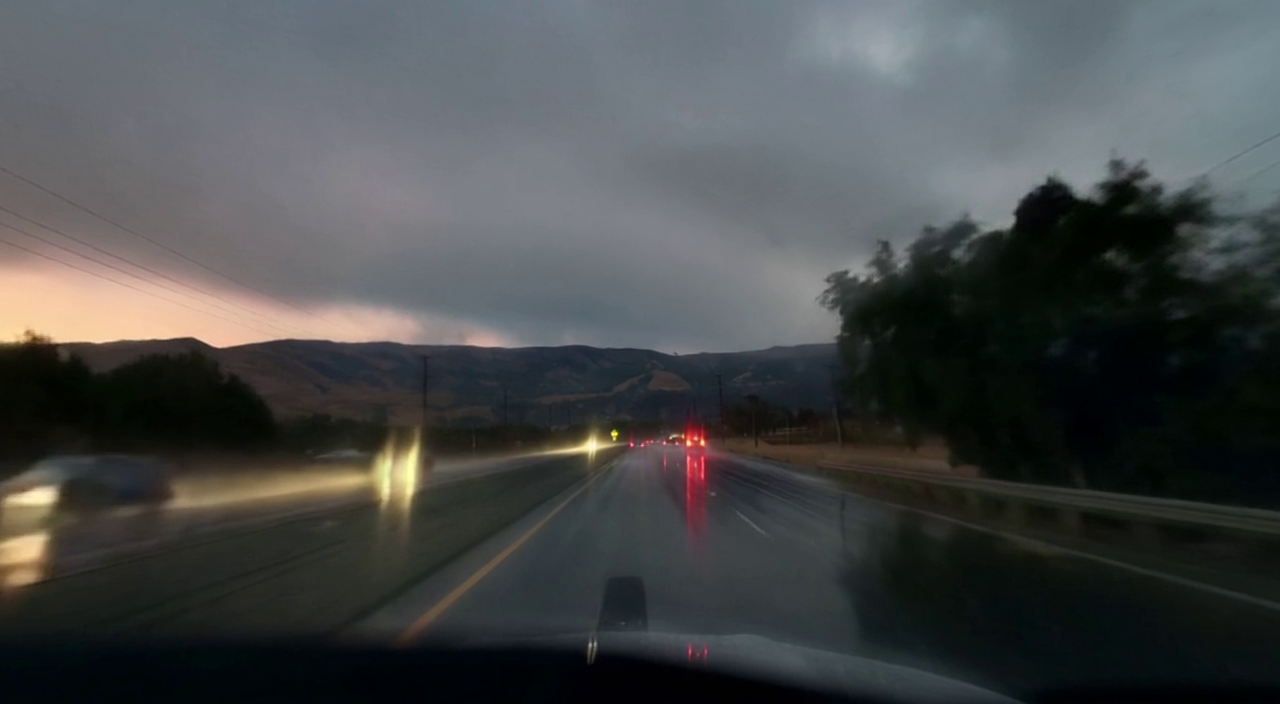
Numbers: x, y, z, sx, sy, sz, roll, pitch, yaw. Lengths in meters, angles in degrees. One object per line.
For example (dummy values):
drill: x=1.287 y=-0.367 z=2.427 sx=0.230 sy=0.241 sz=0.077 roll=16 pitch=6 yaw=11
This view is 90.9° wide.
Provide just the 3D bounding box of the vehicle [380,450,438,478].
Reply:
vehicle: x=-15.958 y=7.767 z=43.915 sx=2.105 sy=1.748 sz=4.948 roll=0 pitch=-8 yaw=1
